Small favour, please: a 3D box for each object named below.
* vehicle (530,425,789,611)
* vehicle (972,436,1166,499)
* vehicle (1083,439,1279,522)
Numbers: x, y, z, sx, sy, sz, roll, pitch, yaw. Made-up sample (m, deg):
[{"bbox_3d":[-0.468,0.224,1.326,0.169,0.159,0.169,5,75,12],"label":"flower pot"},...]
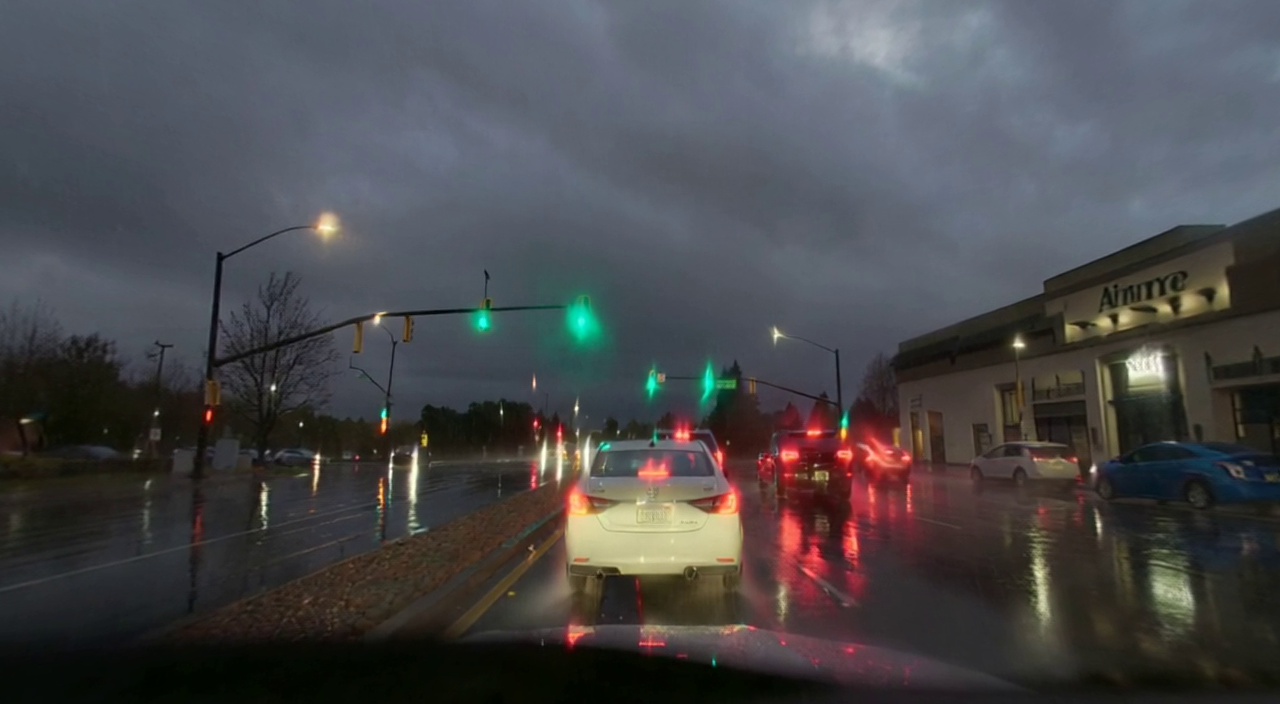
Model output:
[{"bbox_3d":[0.121,1.656,7.256,2.067,1.471,4.241,0,-9,-1],"label":"vehicle"},{"bbox_3d":[14.064,3.820,21.376,2.309,1.819,5.793,1,-9,-3],"label":"vehicle"},{"bbox_3d":[14.140,3.103,15.908,2.235,1.721,5.230,0,-9,1],"label":"vehicle"}]
